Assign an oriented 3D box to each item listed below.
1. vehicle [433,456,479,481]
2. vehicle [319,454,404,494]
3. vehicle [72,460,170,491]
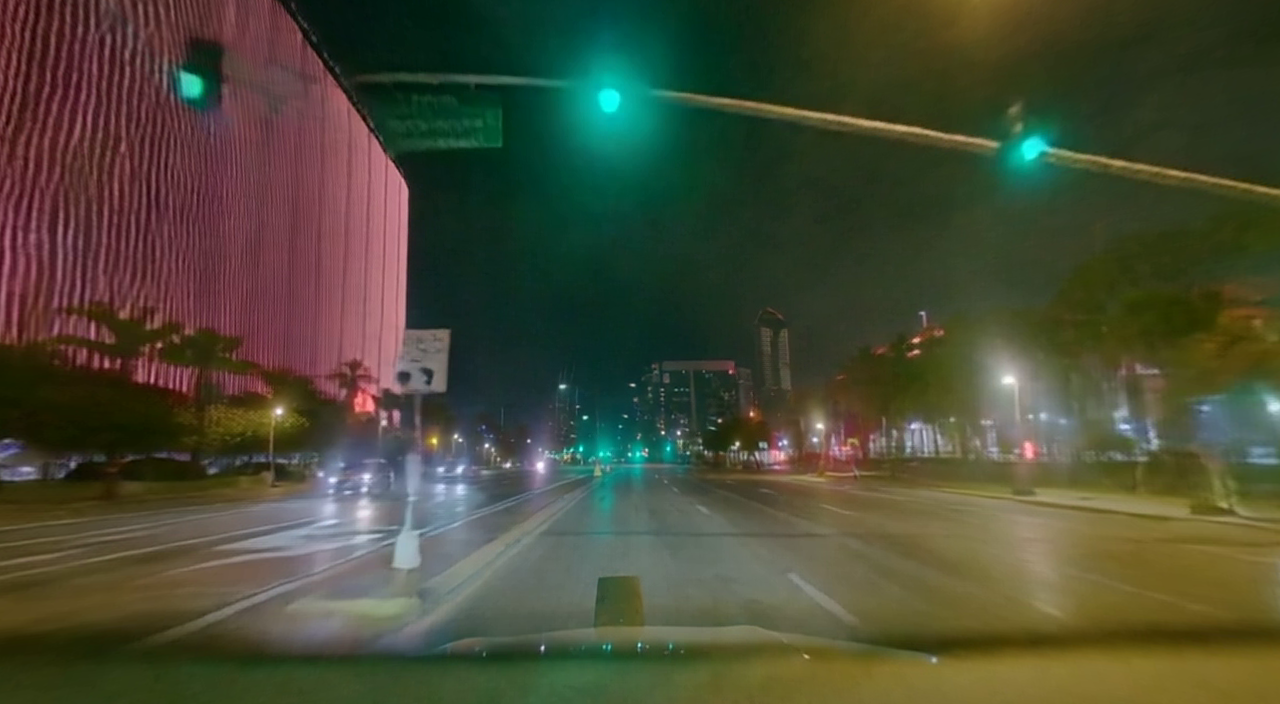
[{"bbox_3d":[-13.157,8.344,45.433,2.036,1.590,4.495,0,-9,0],"label":"vehicle"},{"bbox_3d":[-12.935,5.662,29.663,1.923,1.641,4.551,0,-9,-1],"label":"vehicle"},{"bbox_3d":[-32.229,7.638,39.299,4.245,1.642,2.013,-2,-9,-3],"label":"vehicle"}]
